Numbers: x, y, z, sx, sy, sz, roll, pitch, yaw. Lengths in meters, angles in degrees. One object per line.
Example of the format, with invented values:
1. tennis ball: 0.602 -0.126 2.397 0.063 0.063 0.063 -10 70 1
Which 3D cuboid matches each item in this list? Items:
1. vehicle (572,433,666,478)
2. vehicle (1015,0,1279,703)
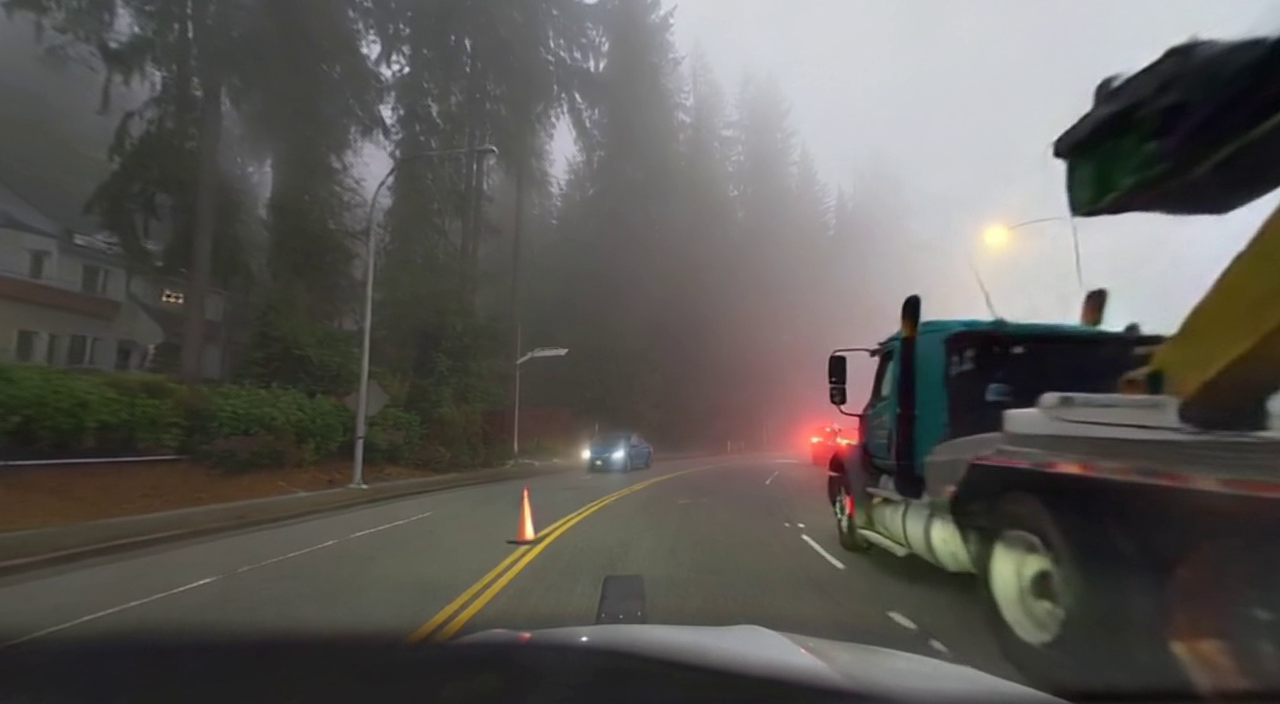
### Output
1. vehicle: -0.677 3.770 23.433 1.945 1.494 4.201 -3 -8 22
2. vehicle: 3.534 -0.120 1.018 2.874 2.542 4.840 -1 -8 1
